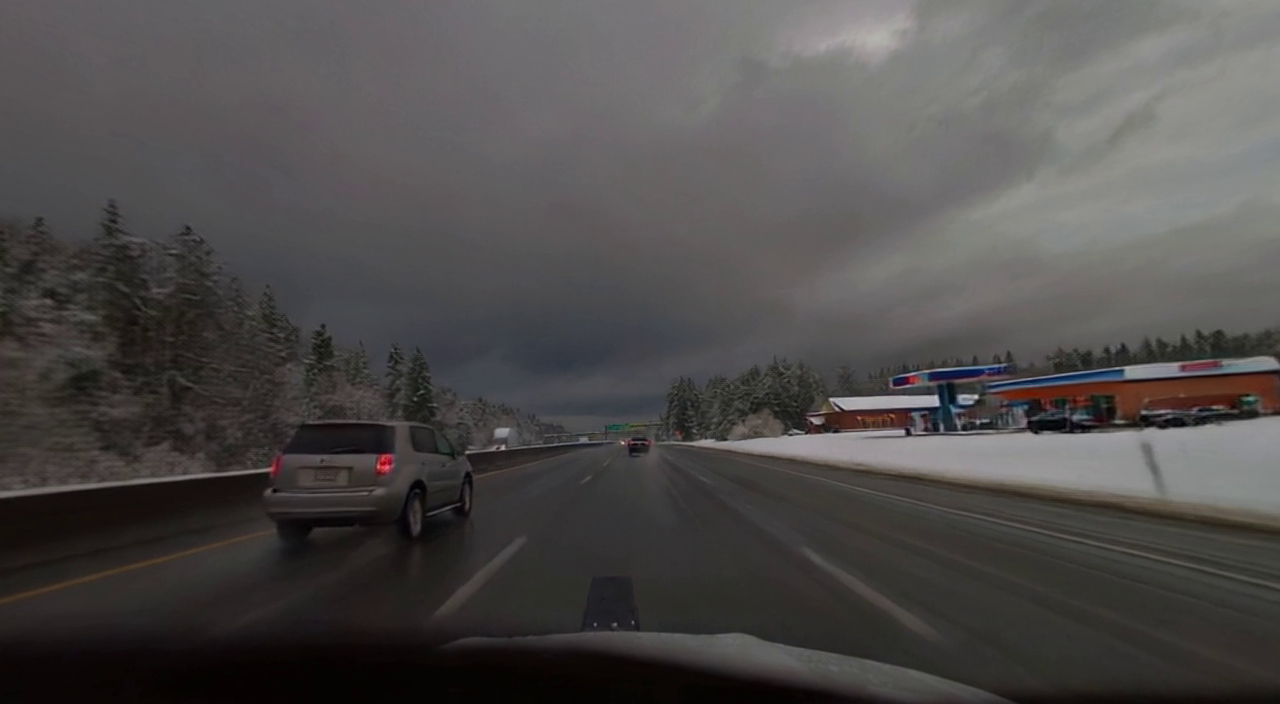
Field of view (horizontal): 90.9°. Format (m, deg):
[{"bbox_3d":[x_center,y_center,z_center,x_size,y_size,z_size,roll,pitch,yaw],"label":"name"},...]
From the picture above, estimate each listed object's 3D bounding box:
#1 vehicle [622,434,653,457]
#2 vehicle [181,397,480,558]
[{"bbox_3d":[-0.199,6.918,46.799,2.151,1.550,4.694,0,-8,-1],"label":"vehicle"},{"bbox_3d":[-3.931,1.654,9.127,2.061,1.732,4.457,0,-8,0],"label":"vehicle"}]
